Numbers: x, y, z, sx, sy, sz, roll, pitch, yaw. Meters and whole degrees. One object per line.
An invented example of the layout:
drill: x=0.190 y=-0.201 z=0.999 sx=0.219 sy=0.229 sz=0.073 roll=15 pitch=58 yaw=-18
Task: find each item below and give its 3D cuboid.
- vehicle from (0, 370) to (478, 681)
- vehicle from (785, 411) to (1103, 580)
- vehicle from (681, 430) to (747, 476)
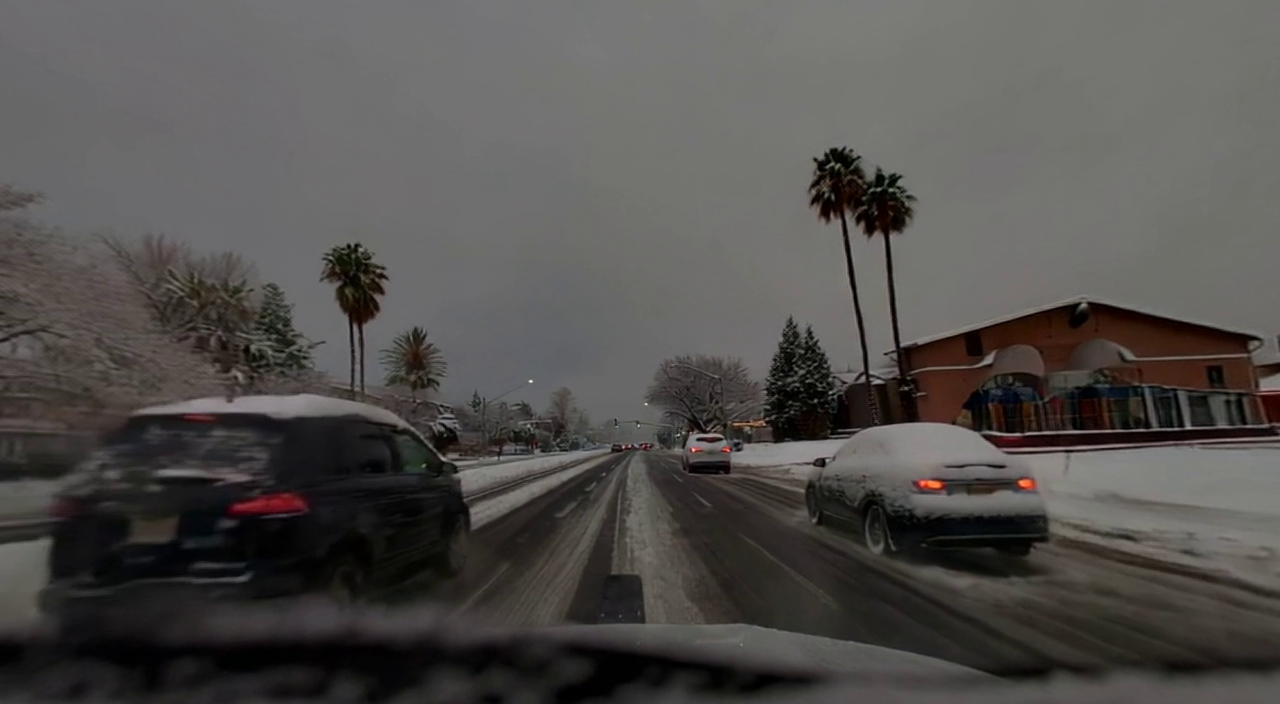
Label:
vehicle: x=-3.166 y=1.300 z=5.863 sx=2.084 sy=1.735 sz=4.528 roll=0 pitch=-8 yaw=0
vehicle: x=3.547 y=1.749 z=8.466 sx=2.084 sy=1.682 sz=4.148 roll=0 pitch=-8 yaw=-2
vehicle: x=3.203 y=4.530 z=28.358 sx=2.244 sy=1.901 sz=4.561 roll=0 pitch=-8 yaw=-2
